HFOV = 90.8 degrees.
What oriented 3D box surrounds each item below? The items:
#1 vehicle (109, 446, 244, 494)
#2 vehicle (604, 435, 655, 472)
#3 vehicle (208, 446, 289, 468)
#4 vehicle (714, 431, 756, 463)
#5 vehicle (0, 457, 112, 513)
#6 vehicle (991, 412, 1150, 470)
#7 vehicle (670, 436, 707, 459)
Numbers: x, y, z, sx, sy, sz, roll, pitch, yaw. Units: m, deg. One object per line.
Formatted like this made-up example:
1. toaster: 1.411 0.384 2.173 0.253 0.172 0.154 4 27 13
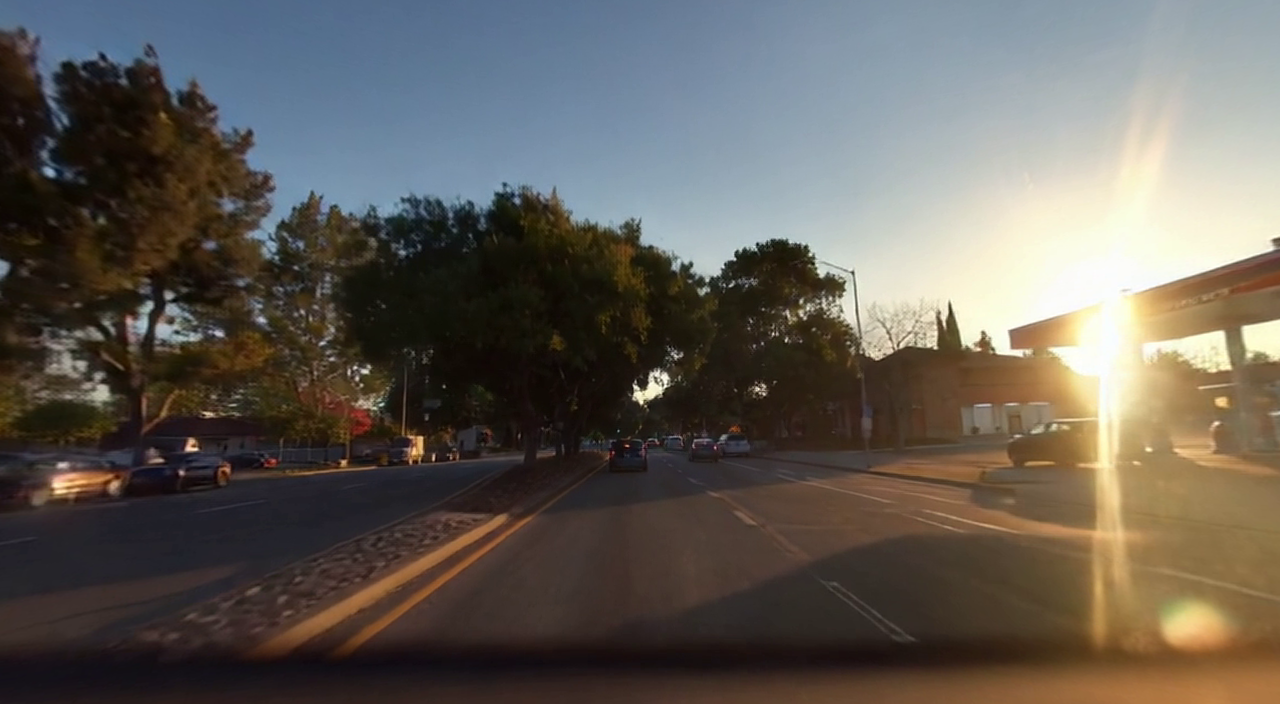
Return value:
1. vehicle: -18.785 4.745 25.930 2.004 1.758 4.594 0 -8 0
2. vehicle: -0.437 4.412 27.750 2.052 1.488 3.779 0 -8 0
3. vehicle: -27.549 7.403 44.550 4.413 1.451 1.882 0 -8 0
4. vehicle: 5.701 5.599 37.278 2.117 1.757 4.969 -2 -8 12
5. vehicle: -18.769 3.962 19.038 1.797 1.461 4.536 0 -8 0
6. vehicle: 15.355 3.253 22.990 2.368 1.868 4.724 0 -8 -1
7. vehicle: 3.308 6.659 44.112 2.124 1.476 4.730 0 -8 -1
